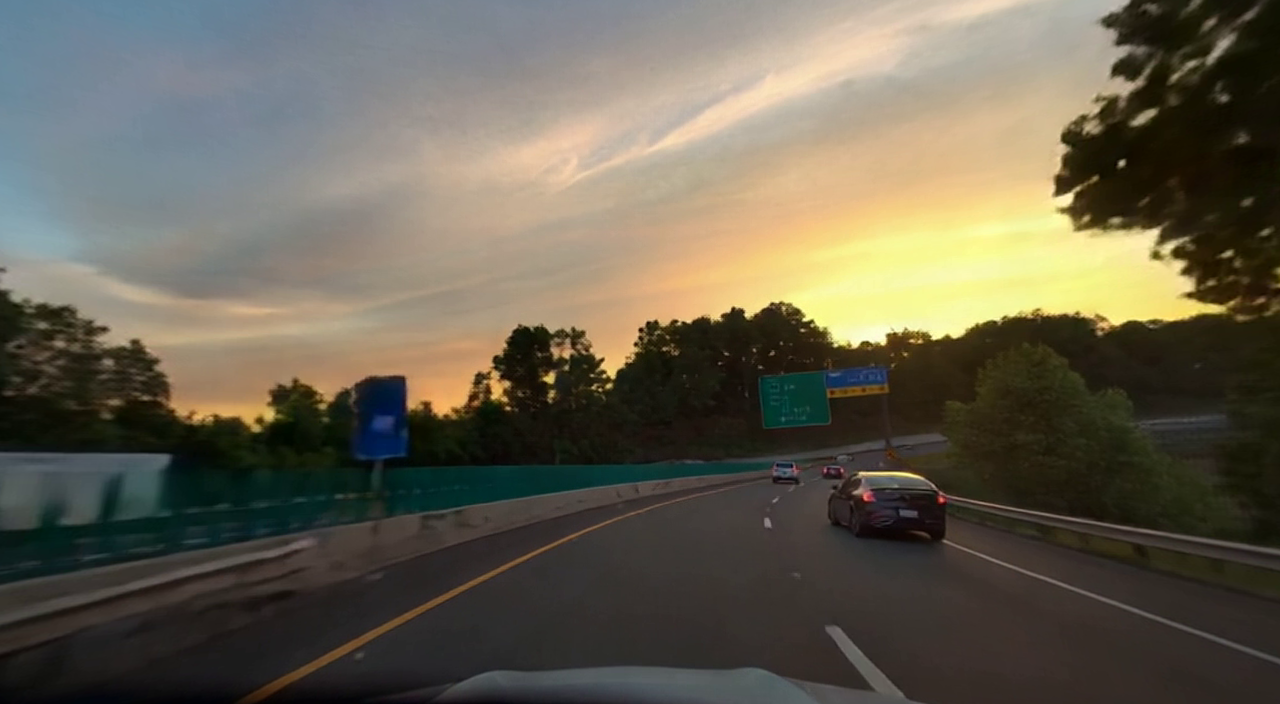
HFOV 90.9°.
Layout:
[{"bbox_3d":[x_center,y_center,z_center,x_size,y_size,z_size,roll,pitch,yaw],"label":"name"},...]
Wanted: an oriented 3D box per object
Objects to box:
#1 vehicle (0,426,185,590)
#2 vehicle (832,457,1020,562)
[{"bbox_3d":[-17.014,3.810,15.532,2.909,3.910,9.340,-2,-11,14],"label":"vehicle"},{"bbox_3d":[5.134,2.860,12.049,2.023,1.593,4.105,0,-11,6],"label":"vehicle"}]
